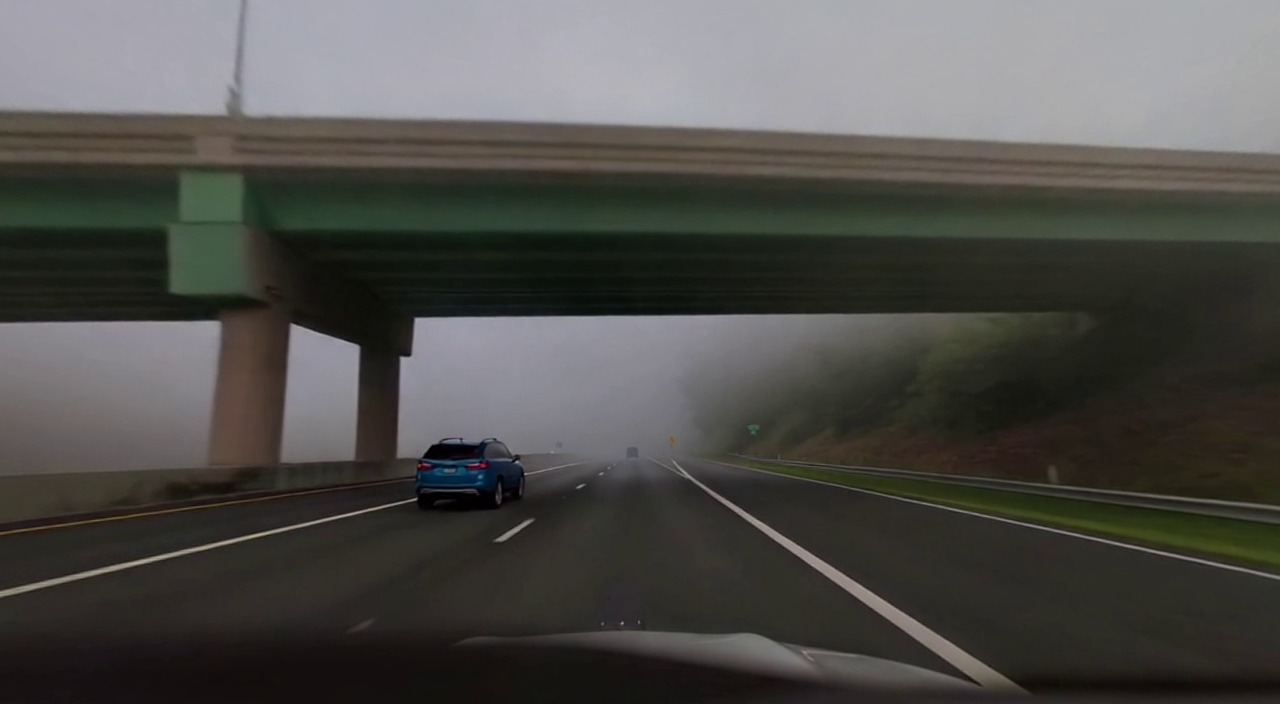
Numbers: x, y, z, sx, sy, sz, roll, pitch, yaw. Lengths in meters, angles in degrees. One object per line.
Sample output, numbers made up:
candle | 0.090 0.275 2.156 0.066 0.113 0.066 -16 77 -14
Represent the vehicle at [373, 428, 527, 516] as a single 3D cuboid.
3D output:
vehicle | -4.274 2.800 15.184 2.221 1.750 4.706 0 -9 0
